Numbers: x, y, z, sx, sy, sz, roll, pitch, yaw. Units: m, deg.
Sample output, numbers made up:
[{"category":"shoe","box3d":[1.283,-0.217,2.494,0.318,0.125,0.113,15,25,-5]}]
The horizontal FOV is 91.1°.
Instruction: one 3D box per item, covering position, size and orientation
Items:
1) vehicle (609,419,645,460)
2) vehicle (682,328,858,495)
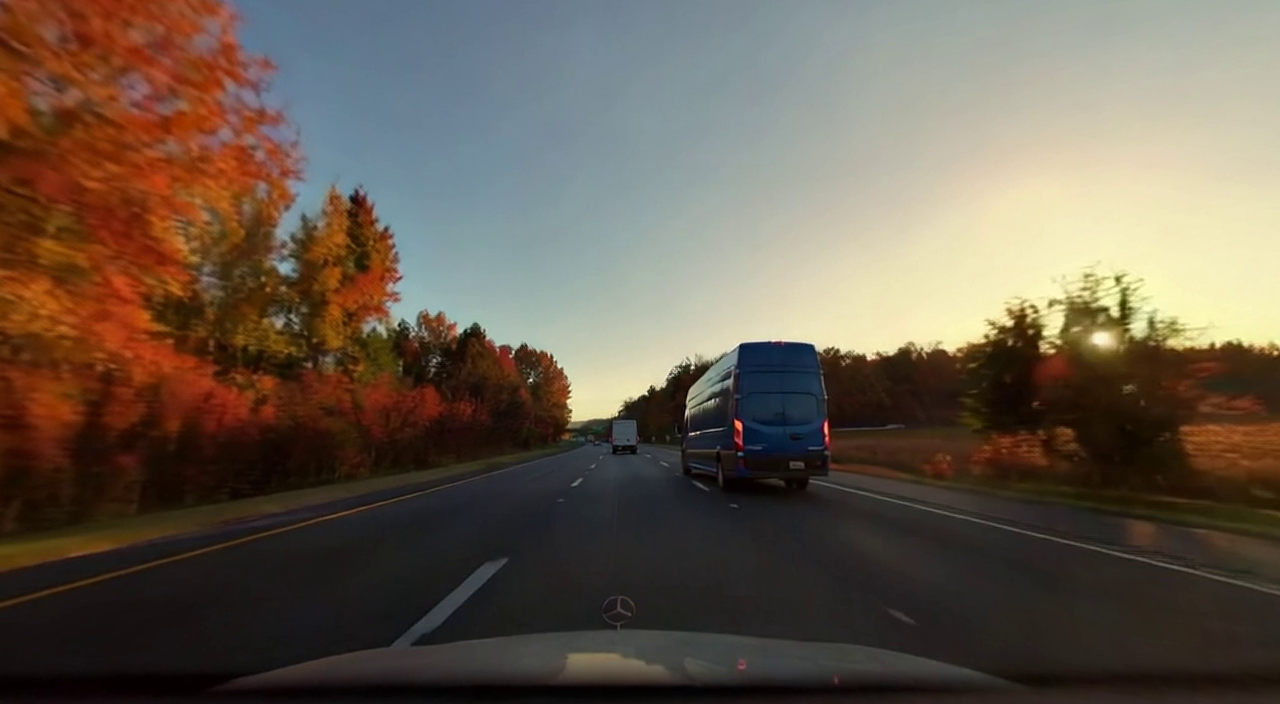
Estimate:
[{"category":"vehicle","box3d":[-0.880,6.057,43.677,2.389,2.637,5.437,0,-8,-1]},{"category":"vehicle","box3d":[3.627,2.322,22.146,3.128,4.087,13.351,0,-8,-1]}]
